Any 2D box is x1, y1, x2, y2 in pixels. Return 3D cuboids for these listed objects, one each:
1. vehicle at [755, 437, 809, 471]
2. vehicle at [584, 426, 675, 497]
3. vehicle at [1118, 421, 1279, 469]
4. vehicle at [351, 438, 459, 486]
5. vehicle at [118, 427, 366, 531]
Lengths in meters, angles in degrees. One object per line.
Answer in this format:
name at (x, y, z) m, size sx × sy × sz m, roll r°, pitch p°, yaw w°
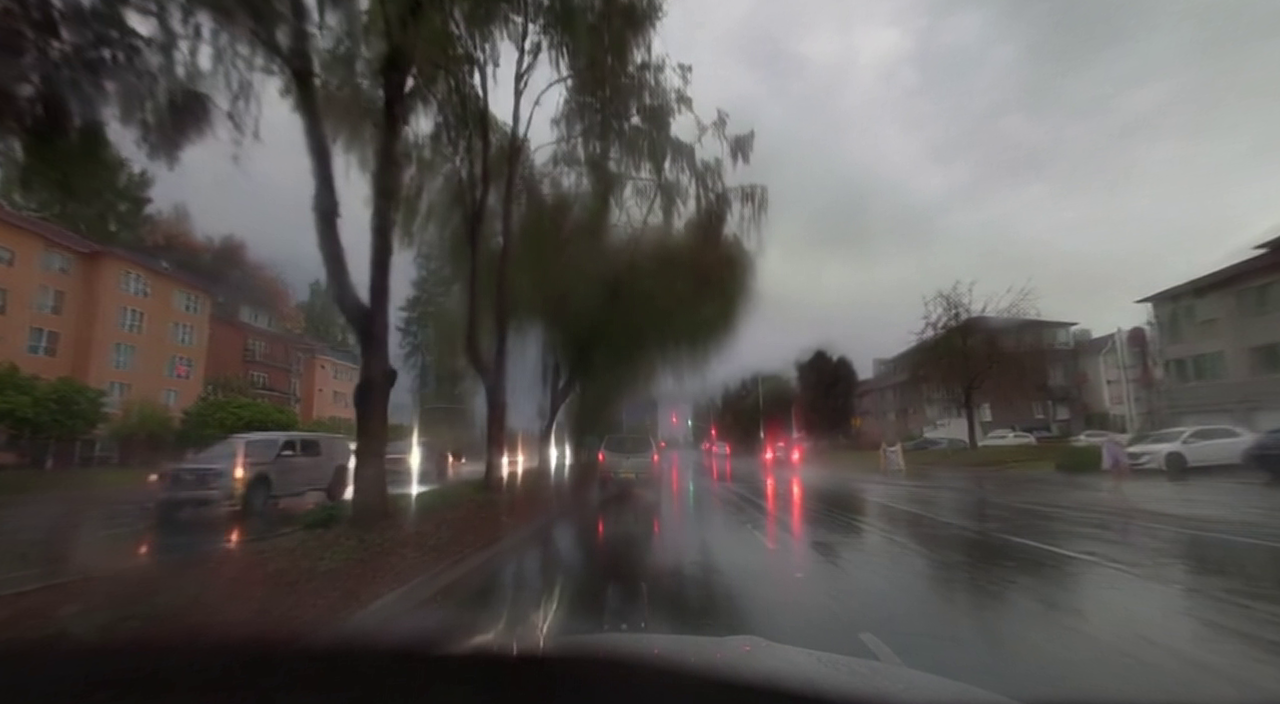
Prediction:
vehicle at (7.600, 5.490, 34.161) m, size 1.971 × 1.722 × 4.341 m, roll 0°, pitch -8°, yaw 1°
vehicle at (-0.212, 3.139, 18.469) m, size 2.332 × 1.798 × 4.546 m, roll 0°, pitch -8°, yaw 1°
vehicle at (19.086, 3.111, 21.122) m, size 4.474 × 1.524 × 1.893 m, roll 0°, pitch -8°, yaw 3°
vehicle at (-10.346, 4.877, 28.486) m, size 2.238 × 1.906 × 6.264 m, roll 0°, pitch -8°, yaw 3°
vehicle at (-7.959, 2.548, 13.367) m, size 2.119 × 1.778 × 4.760 m, roll 0°, pitch -8°, yaw 0°
